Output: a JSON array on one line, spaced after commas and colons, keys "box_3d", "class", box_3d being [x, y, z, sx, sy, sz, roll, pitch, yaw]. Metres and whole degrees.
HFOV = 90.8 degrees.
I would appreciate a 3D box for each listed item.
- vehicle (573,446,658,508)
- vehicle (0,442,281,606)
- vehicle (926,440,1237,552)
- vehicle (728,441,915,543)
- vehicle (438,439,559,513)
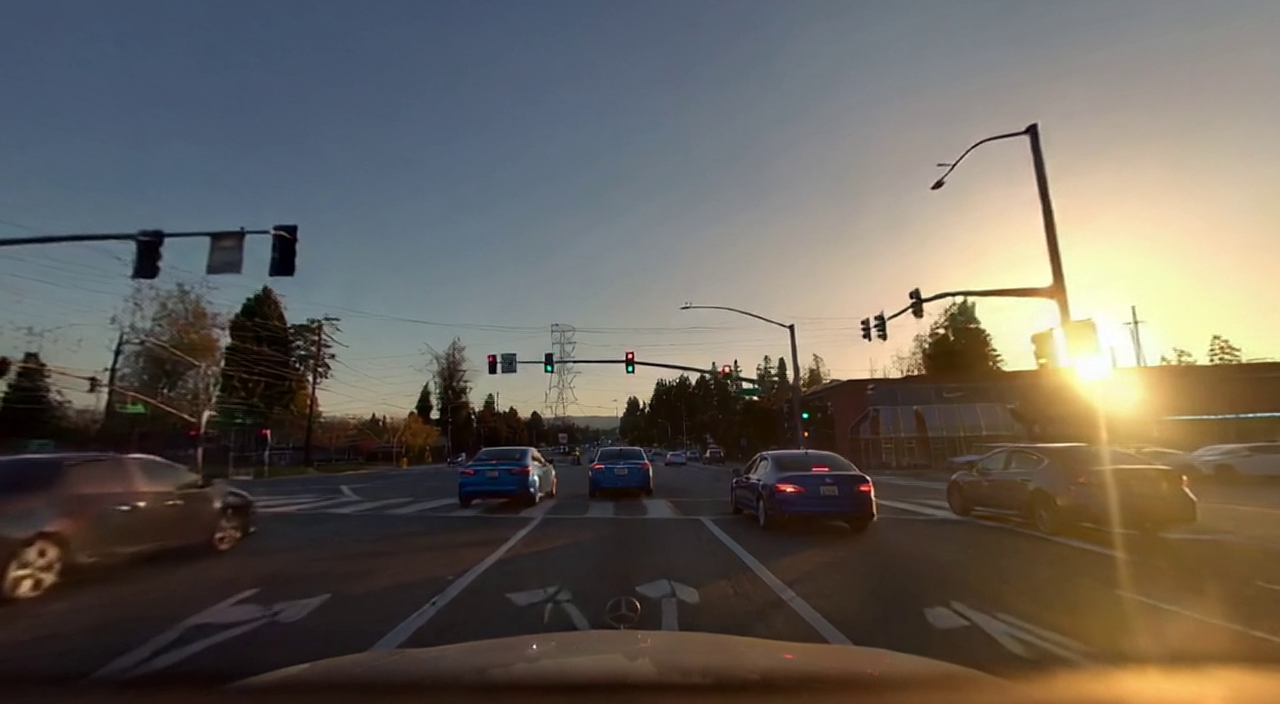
[{"box_3d": [-0.602, 3.346, 17.513, 2.065, 1.464, 4.216, 0, -8, 0], "class": "vehicle"}, {"box_3d": [-6.719, 1.763, 7.206, 2.032, 1.448, 5.500, 0, -8, 0], "class": "vehicle"}, {"box_3d": [6.897, 2.236, 10.662, 2.004, 1.455, 4.417, 0, -8, -1], "class": "vehicle"}, {"box_3d": [3.031, 2.421, 11.750, 2.053, 1.490, 4.464, 0, -8, -1], "class": "vehicle"}, {"box_3d": [-3.415, 3.071, 16.220, 2.073, 1.606, 4.364, 0, -8, 0], "class": "vehicle"}]
